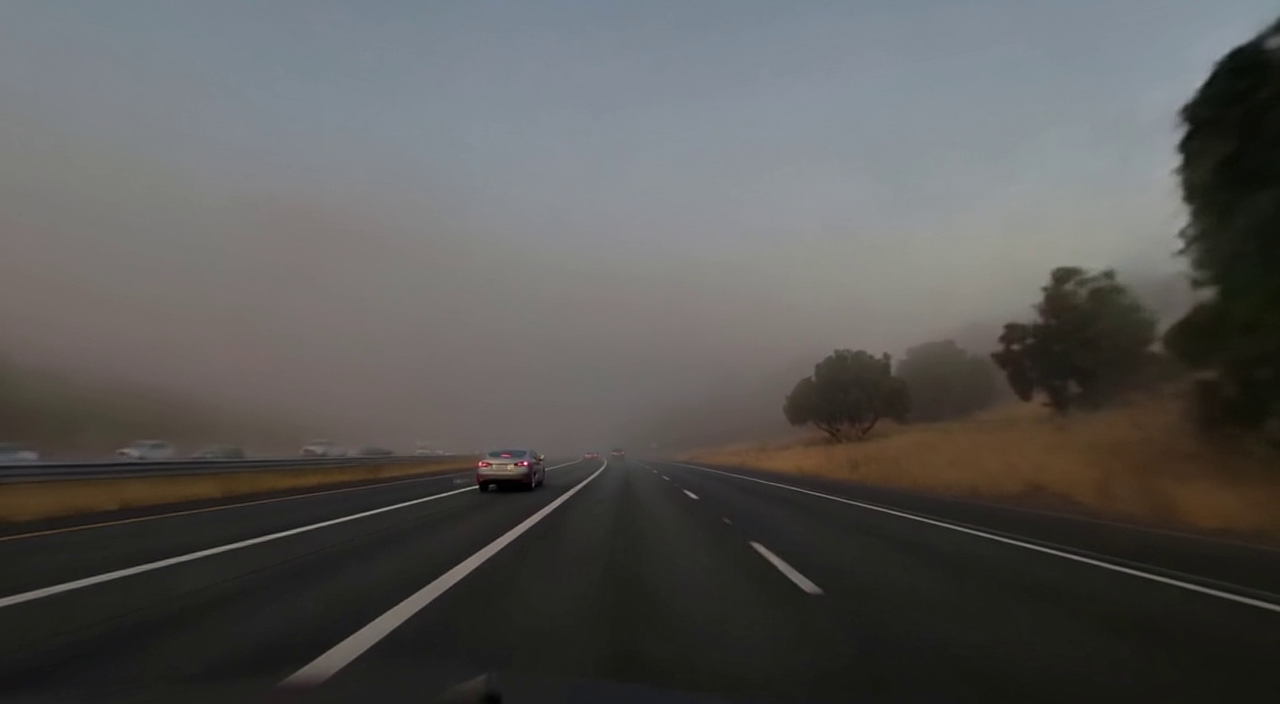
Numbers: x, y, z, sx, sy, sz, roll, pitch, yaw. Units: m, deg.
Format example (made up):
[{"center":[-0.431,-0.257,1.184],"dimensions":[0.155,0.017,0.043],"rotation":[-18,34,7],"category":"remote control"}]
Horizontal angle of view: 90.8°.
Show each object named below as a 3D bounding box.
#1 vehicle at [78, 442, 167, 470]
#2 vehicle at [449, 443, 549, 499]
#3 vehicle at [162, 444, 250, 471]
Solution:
[{"center":[-32.874,6.618,40.311],"dimensions":[1.997,1.678,4.408],"rotation":[0,-9,-2],"category":"vehicle"},{"center":[-4.204,3.619,19.662],"dimensions":[2.073,1.516,4.478],"rotation":[0,-9,0],"category":"vehicle"},{"center":[-25.754,6.281,37.728],"dimensions":[1.881,1.483,4.791],"rotation":[0,-9,-1],"category":"vehicle"}]
